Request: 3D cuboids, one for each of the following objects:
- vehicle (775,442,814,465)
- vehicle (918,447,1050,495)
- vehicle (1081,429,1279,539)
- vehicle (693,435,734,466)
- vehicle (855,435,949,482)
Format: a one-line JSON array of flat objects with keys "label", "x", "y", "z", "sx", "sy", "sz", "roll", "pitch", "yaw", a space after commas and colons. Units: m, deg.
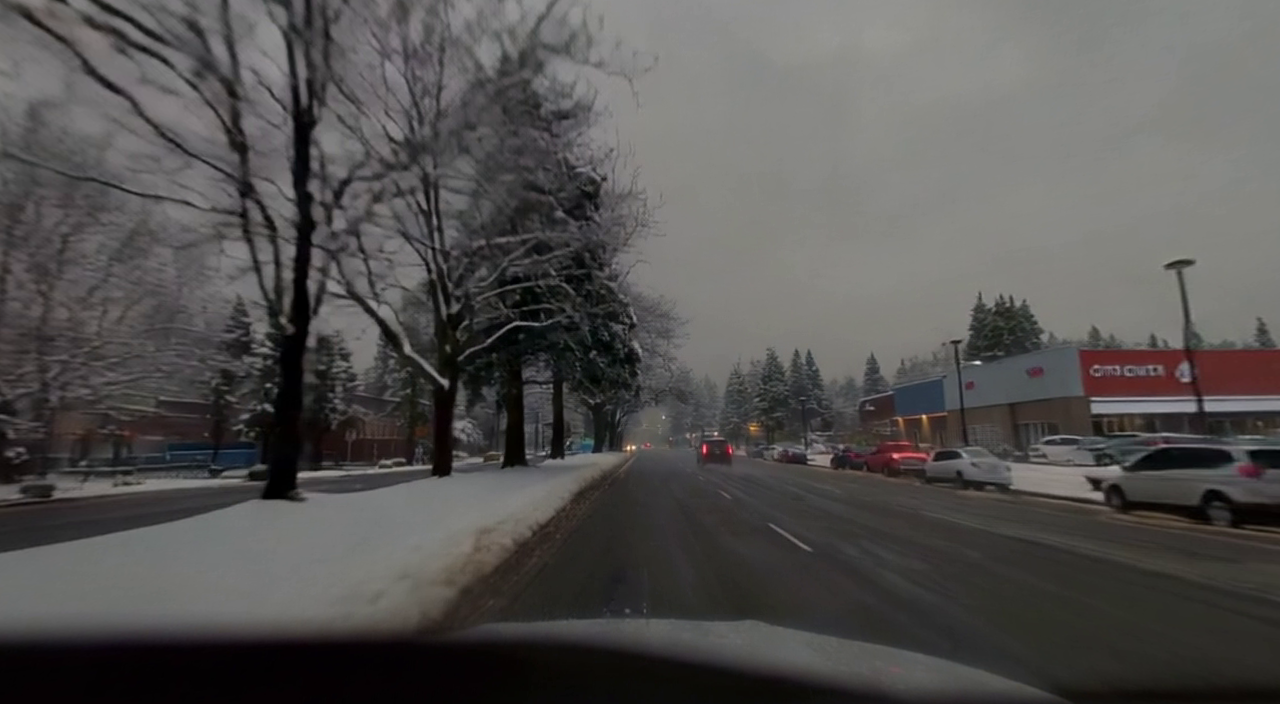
[{"label": "vehicle", "x": 11.465, "y": 7.546, "z": 47.067, "sx": 1.919, "sy": 1.645, "sz": 4.254, "roll": 0, "pitch": -9, "yaw": 1}, {"label": "vehicle", "x": 10.809, "y": 3.747, "z": 20.228, "sx": 1.824, "sy": 1.364, "sz": 4.238, "roll": 0, "pitch": -9, "yaw": 0}, {"label": "vehicle", "x": 10.665, "y": 2.327, "z": 11.727, "sx": 1.958, "sy": 1.654, "sz": 4.258, "roll": 0, "pitch": -9, "yaw": 3}, {"label": "vehicle", "x": 4.736, "y": 6.427, "z": 41.234, "sx": 2.183, "sy": 1.845, "sz": 4.482, "roll": 0, "pitch": -9, "yaw": 0}, {"label": "vehicle", "x": 10.915, "y": 4.467, "z": 26.699, "sx": 1.959, "sy": 1.751, "sz": 4.961, "roll": 0, "pitch": -9, "yaw": 2}]
